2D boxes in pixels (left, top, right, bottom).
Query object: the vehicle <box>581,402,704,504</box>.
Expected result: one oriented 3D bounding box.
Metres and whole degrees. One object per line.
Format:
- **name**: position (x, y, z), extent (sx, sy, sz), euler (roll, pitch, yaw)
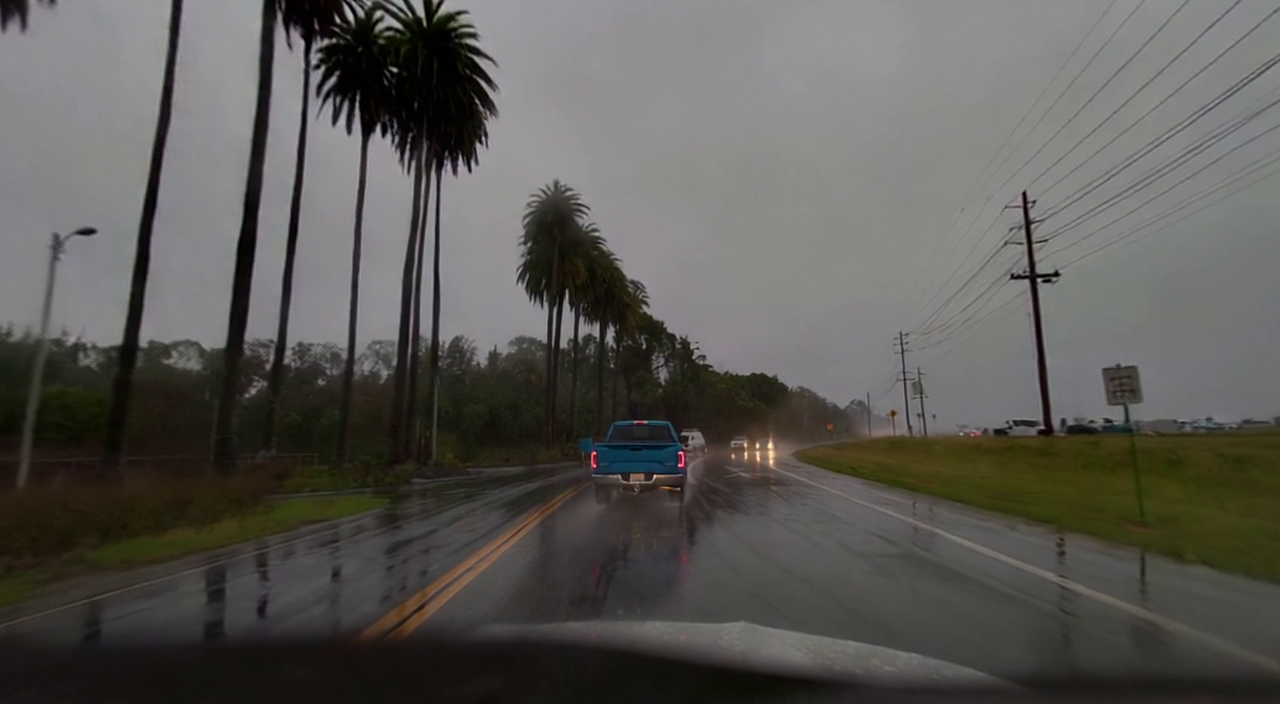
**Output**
- **vehicle**: position (0.097, 2.655, 16.891), extent (2.693, 2.223, 5.885), euler (0, -9, 1)
